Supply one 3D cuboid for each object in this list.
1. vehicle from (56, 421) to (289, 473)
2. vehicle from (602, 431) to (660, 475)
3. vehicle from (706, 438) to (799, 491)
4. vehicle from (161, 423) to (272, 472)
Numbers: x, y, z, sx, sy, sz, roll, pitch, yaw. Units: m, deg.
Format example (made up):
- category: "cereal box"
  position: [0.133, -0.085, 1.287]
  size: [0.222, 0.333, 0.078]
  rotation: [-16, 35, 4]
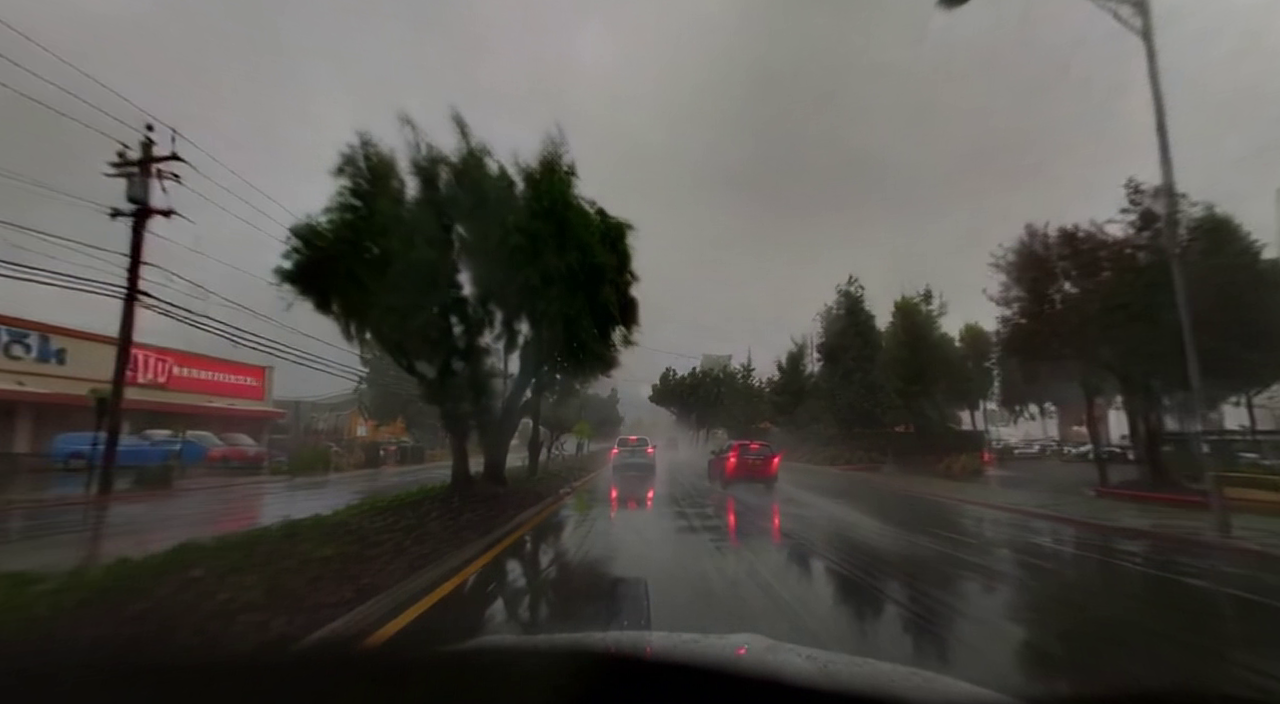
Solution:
- category: "vehicle"
  position: [-28.024, 5.721, 38.469]
  size: [11.007, 2.864, 3.115]
  rotation: [1, -7, -11]
- category: "vehicle"
  position: [-0.377, 4.575, 28.724]
  size: [2.441, 1.813, 4.581]
  rotation: [0, -8, 0]
- category: "vehicle"
  position: [3.381, 3.471, 19.895]
  size: [1.954, 1.479, 4.557]
  rotation: [0, -8, -2]
- category: "vehicle"
  position: [-24.086, 5.430, 36.042]
  size: [4.412, 2.662, 2.544]
  rotation: [1, -8, -10]
